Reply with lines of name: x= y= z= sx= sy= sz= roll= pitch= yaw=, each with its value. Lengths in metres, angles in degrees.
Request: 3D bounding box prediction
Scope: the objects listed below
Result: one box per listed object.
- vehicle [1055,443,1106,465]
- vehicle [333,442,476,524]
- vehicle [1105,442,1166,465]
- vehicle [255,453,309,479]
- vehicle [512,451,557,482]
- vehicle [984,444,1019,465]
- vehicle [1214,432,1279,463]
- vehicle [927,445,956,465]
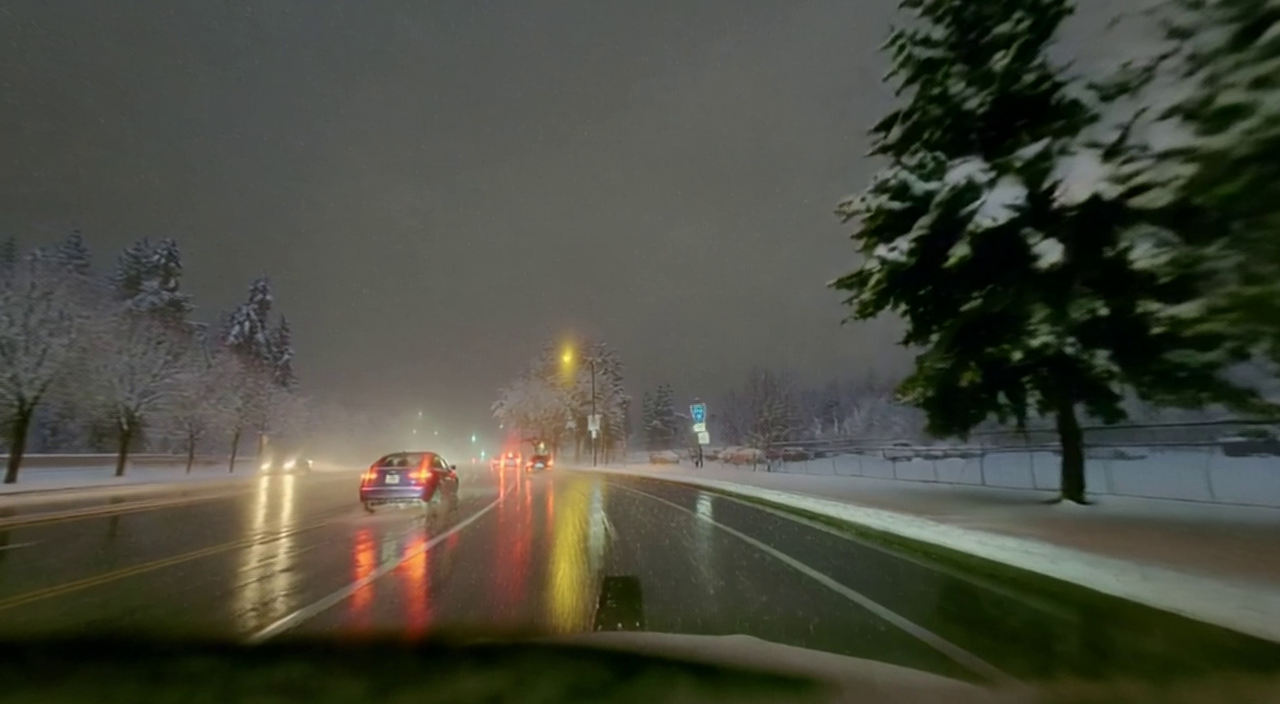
vehicle: x=30.800 y=7.153 z=44.269 sx=1.904 sy=1.432 sz=4.640 roll=-4 pitch=-9 yaw=23
vehicle: x=-5.505 y=3.079 z=15.508 sx=2.105 sy=1.676 sz=4.541 roll=1 pitch=-9 yaw=-5
vehicle: x=33.469 y=6.846 z=42.810 sx=2.095 sy=1.470 sz=4.336 roll=-4 pitch=-9 yaw=23
vehicle: x=-27.489 y=8.726 z=48.712 sx=2.214 sy=1.844 sz=4.822 roll=1 pitch=-9 yaw=-12
vehicle: x=-5.437 y=5.871 z=32.713 sx=2.147 sy=1.474 sz=4.083 roll=1 pitch=-9 yaw=-9
vehicle: x=26.631 y=7.549 z=46.596 sx=2.027 sy=1.455 sz=3.838 roll=-5 pitch=-10 yaw=28
vehicle: x=38.644 y=6.016 z=39.895 sx=2.141 sy=1.842 sz=5.582 roll=-5 pitch=-10 yaw=29
vehicle: x=23.262 y=7.957 z=48.803 sx=1.863 sy=1.456 sz=4.250 roll=-4 pitch=-9 yaw=24
